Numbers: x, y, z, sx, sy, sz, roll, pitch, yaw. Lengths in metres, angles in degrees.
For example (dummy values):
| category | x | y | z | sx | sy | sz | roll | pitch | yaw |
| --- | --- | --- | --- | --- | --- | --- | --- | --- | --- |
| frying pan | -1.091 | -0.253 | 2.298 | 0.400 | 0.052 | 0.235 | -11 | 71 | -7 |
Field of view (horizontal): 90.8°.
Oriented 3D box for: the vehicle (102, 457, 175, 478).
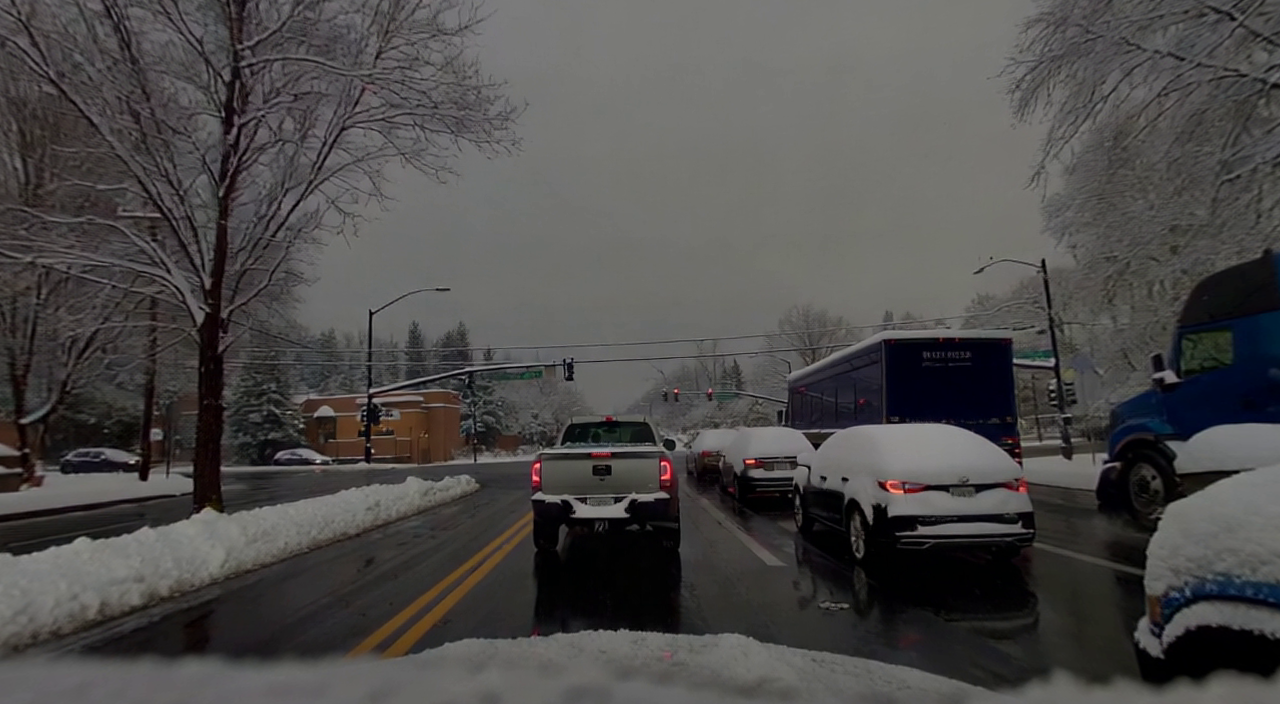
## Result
| category | x | y | z | sx | sy | sz | roll | pitch | yaw |
| --- | --- | --- | --- | --- | --- | --- | --- | --- | --- |
| vehicle | -38.156 | 8.783 | 48.120 | 4.150 | 1.474 | 1.826 | -1 | -9 | 6 |

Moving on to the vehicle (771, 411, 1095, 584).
| category | x | y | z | sx | sy | sz | roll | pitch | yaw |
| --- | --- | --- | --- | --- | --- | --- | --- | --- | --- |
| vehicle | 3.241 | 1.731 | 8.417 | 1.905 | 1.587 | 4.998 | 0 | -9 | 0 |

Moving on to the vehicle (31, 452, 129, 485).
| category | x | y | z | sx | sy | sz | roll | pitch | yaw |
| --- | --- | --- | --- | --- | --- | --- | --- | --- | --- |
| vehicle | -28.556 | 5.908 | 32.377 | 1.730 | 1.534 | 3.922 | 1 | -9 | -8 |

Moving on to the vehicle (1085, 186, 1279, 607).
| category | x | y | z | sx | sy | sz | roll | pitch | yaw |
| --- | --- | --- | --- | --- | --- | --- | --- | --- | --- |
| vehicle | 6.523 | 0.090 | 3.307 | 2.802 | 3.322 | 7.429 | 0 | -9 | 0 |

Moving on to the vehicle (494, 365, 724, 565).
| category | x | y | z | sx | sy | sz | roll | pitch | yaw |
| --- | --- | --- | --- | --- | --- | --- | --- | --- | --- |
| vehicle | -0.365 | 1.615 | 9.561 | 2.499 | 2.183 | 5.111 | 0 | -9 | -1 |
